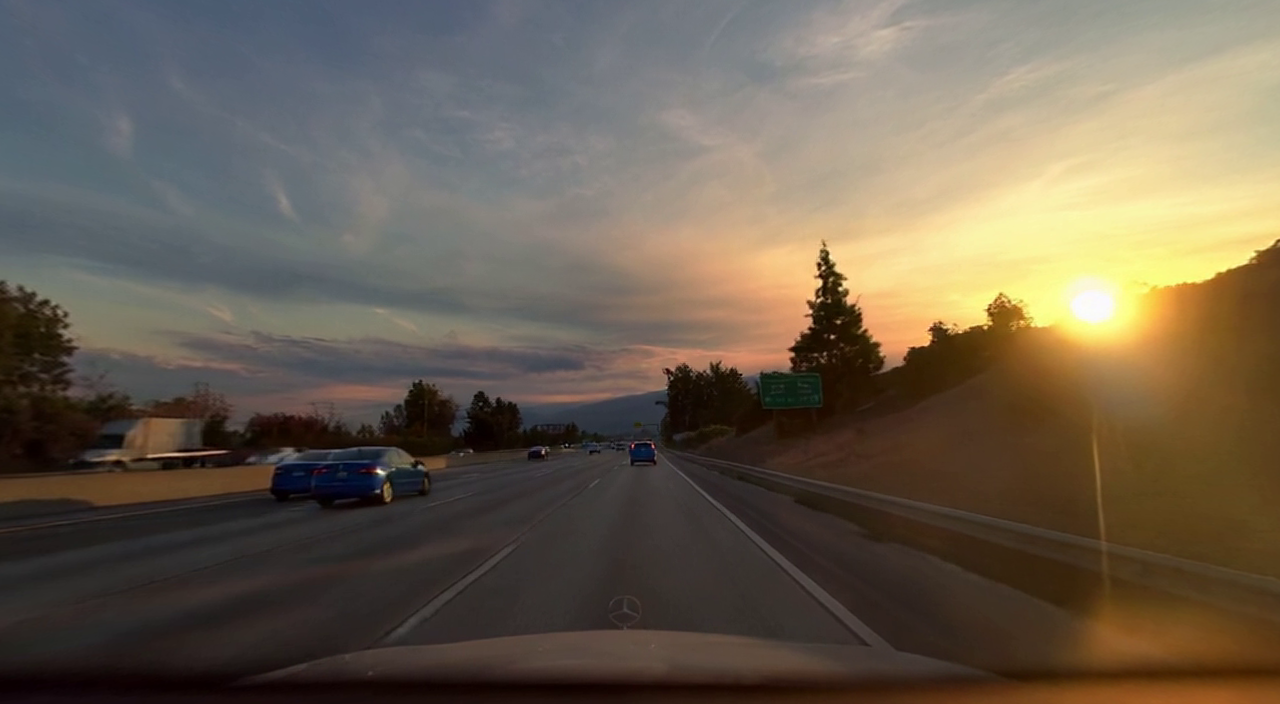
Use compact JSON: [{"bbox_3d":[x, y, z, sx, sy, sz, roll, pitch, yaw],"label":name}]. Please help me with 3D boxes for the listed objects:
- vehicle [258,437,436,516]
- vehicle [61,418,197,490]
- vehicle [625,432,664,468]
[{"bbox_3d":[-6.641,2.845,14.983,2.116,1.570,4.377,0,-8,0],"label":"vehicle"},{"bbox_3d":[-16.904,3.387,21.074,1.677,2.162,3.235,-2,-9,2],"label":"vehicle"},{"bbox_3d":[0.243,6.190,40.073,2.318,2.145,4.561,0,-8,0],"label":"vehicle"}]
